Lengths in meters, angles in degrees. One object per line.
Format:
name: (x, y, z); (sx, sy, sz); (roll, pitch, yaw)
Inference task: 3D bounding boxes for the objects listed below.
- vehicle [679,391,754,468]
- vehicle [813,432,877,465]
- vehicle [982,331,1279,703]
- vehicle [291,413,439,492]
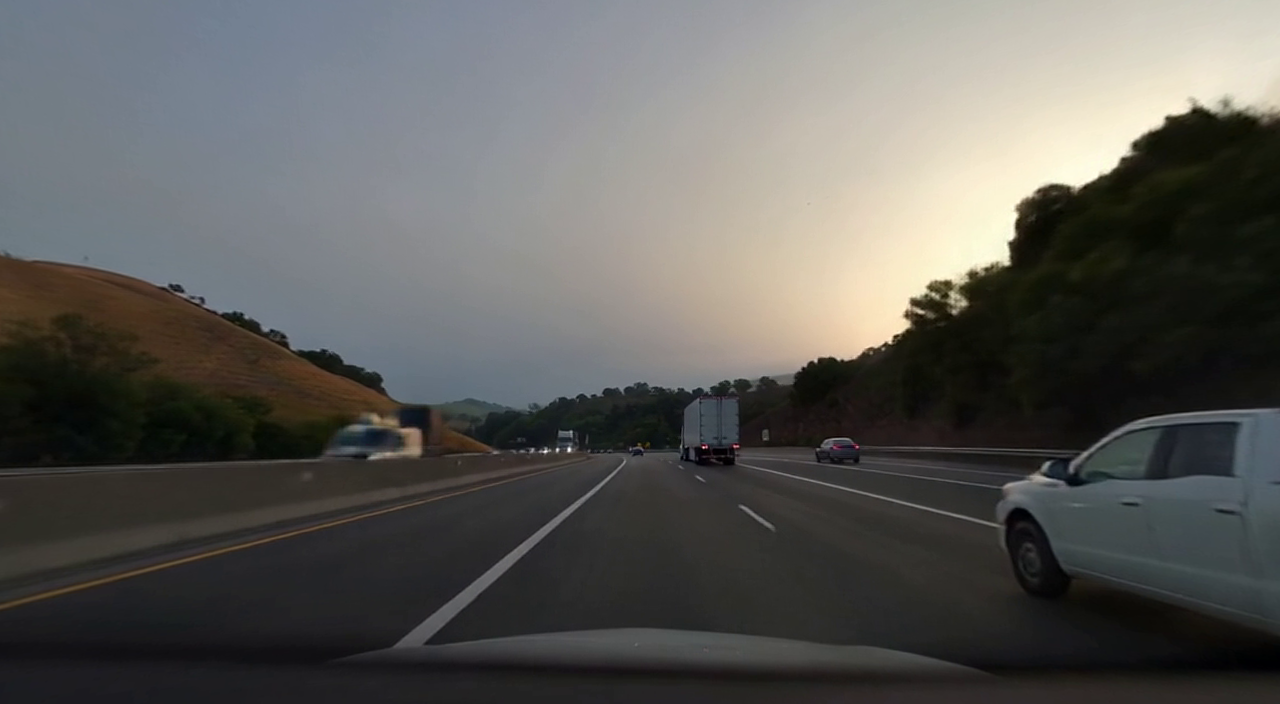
vehicle: (4.304, 4.839, 38.190); (3.049, 3.968, 10.706); (0, -9, -1)
vehicle: (11.681, 5.553, 36.240); (2.046, 1.741, 4.769); (0, -9, -1)
vehicle: (3.811, 0.816, 2.914); (2.055, 1.737, 4.224); (0, -9, 0)
vehicle: (-8.973, 3.381, 21.356); (2.318, 2.271, 5.847); (0, -9, 0)
